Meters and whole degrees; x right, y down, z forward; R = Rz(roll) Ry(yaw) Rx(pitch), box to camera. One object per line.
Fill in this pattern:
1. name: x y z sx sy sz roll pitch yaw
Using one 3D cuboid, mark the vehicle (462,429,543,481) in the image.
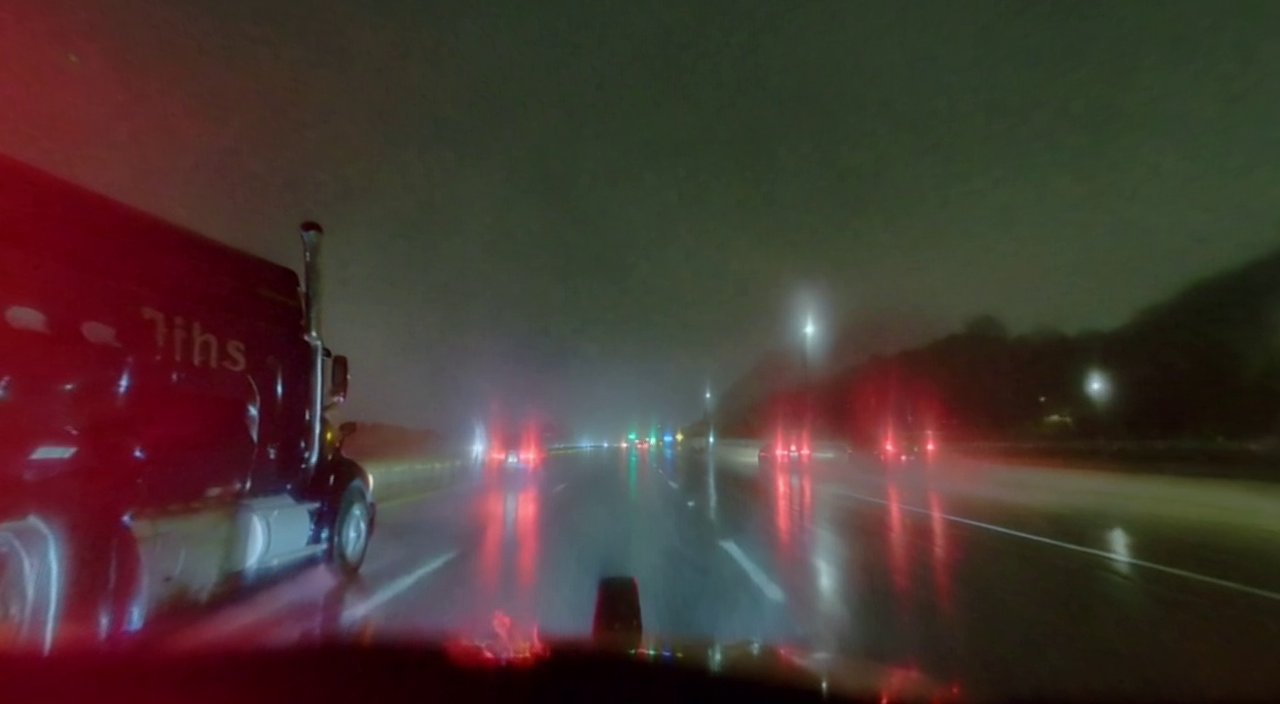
1. vehicle: -4.834 3.682 22.799 2.063 1.661 4.439 2 -8 -2
